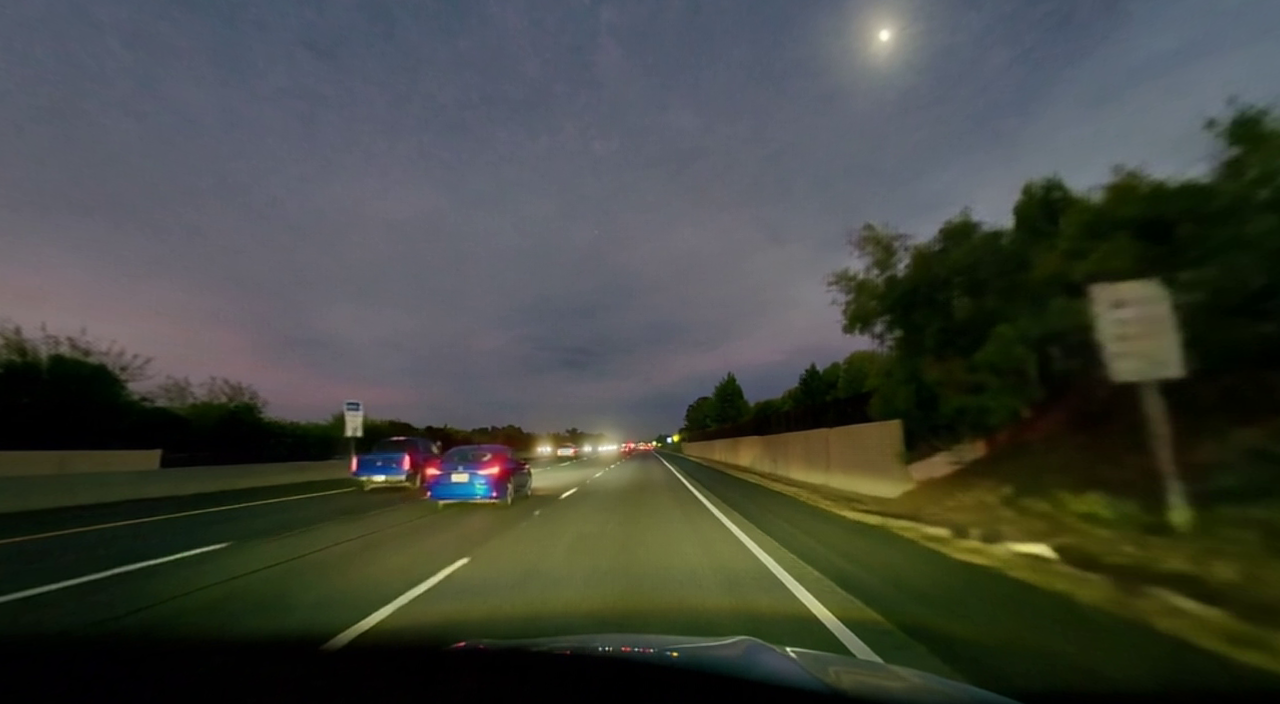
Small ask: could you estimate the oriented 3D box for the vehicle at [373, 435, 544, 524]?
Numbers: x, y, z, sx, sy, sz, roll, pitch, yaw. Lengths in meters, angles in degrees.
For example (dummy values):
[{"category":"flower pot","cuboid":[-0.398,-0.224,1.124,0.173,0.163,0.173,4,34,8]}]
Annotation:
[{"category":"vehicle","cuboid":[-3.542,2.589,13.500,2.081,1.514,4.943,0,-8,1]}]
